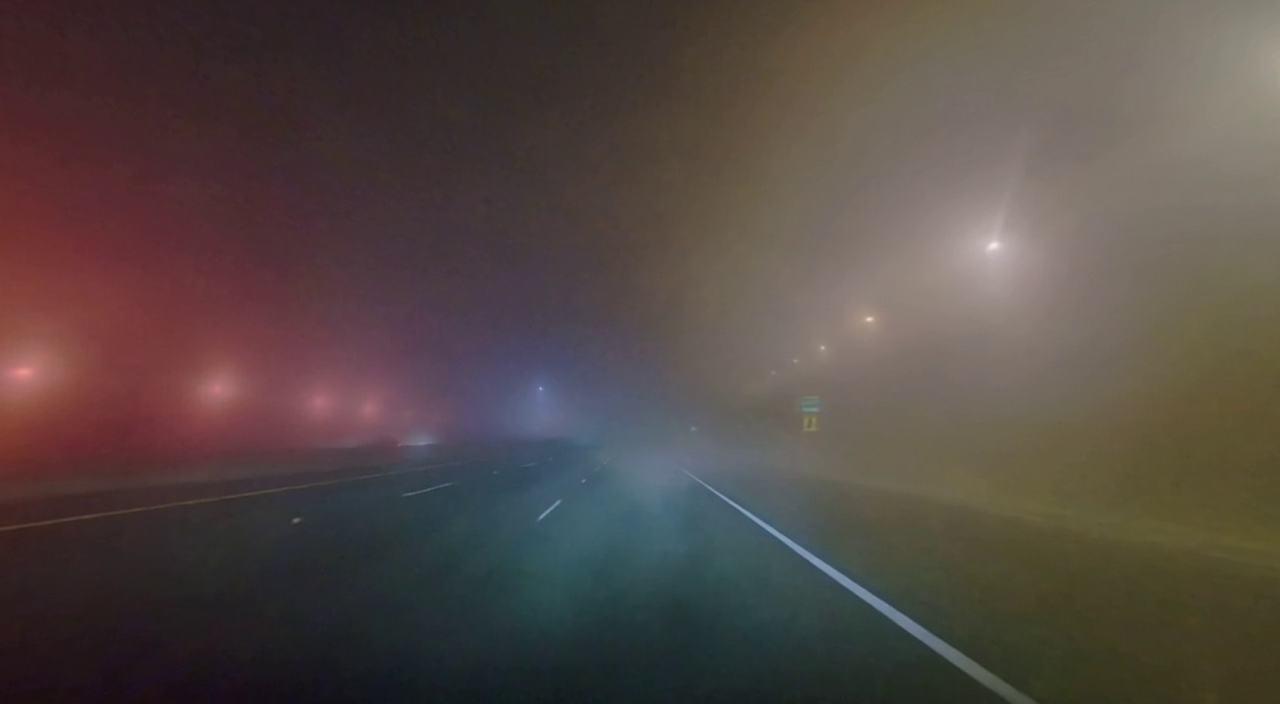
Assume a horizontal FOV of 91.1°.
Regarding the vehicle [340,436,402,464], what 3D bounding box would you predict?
[{"bbox_3d":[-15.796,5.751,37.192,1.876,1.517,4.189,0,-8,-1],"label":"vehicle"}]
